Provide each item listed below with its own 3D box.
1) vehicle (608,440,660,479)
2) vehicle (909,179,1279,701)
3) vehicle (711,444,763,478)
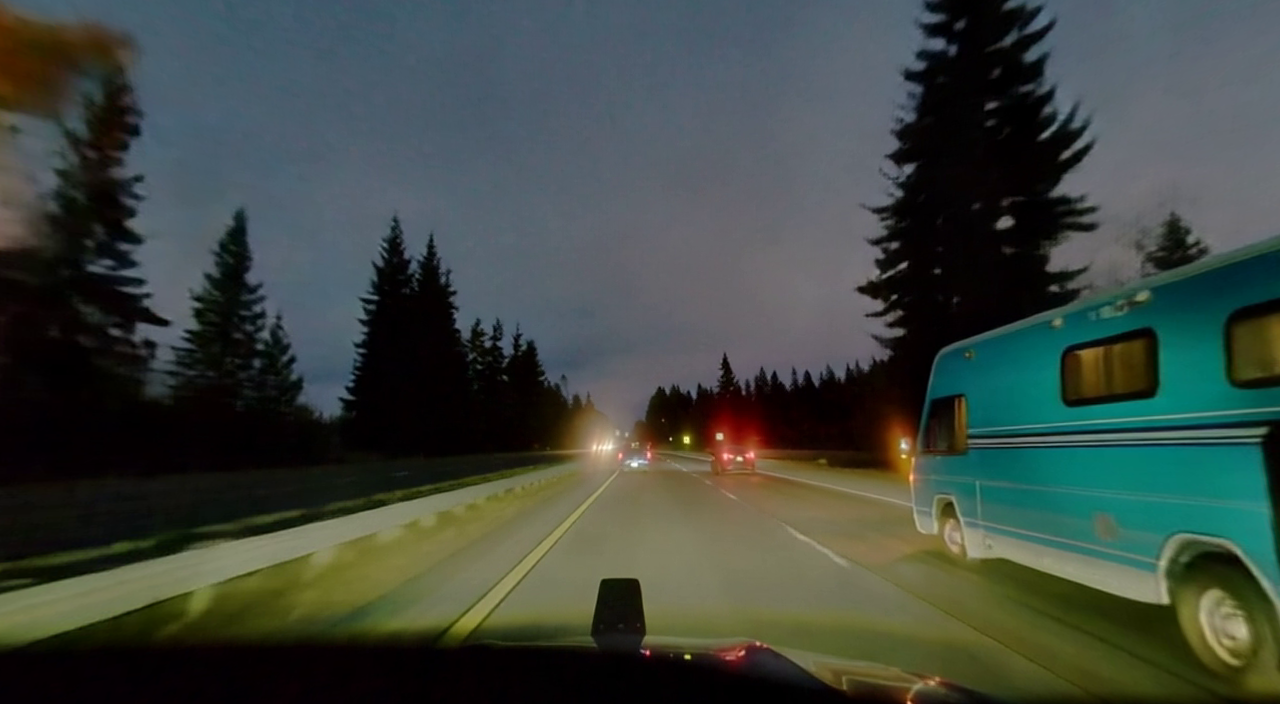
[{"bbox_3d":[-0.259,4.703,27.728,2.120,1.575,4.018,0,-9,0],"label":"vehicle"},{"bbox_3d":[4.879,0.660,4.546,2.745,2.832,7.035,1,-9,0],"label":"vehicle"},{"bbox_3d":[4.317,4.900,28.504,1.757,1.459,3.398,0,-9,-1],"label":"vehicle"}]
